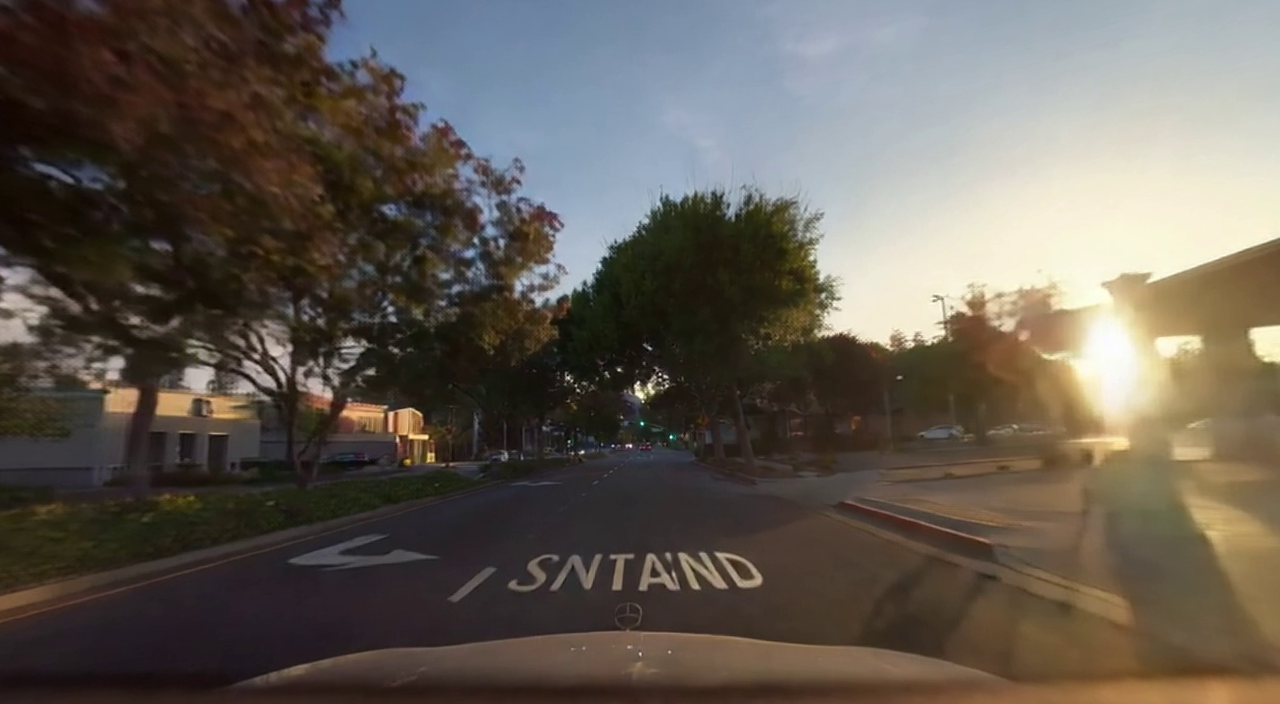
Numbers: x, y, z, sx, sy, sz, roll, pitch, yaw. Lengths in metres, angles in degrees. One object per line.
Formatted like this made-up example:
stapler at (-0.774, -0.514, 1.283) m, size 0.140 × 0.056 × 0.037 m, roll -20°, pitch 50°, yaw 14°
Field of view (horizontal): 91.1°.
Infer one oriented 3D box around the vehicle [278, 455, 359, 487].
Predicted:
vehicle at (-17.434, 6.432, 34.327) m, size 1.861 × 1.541 × 4.530 m, roll 0°, pitch -9°, yaw 3°
